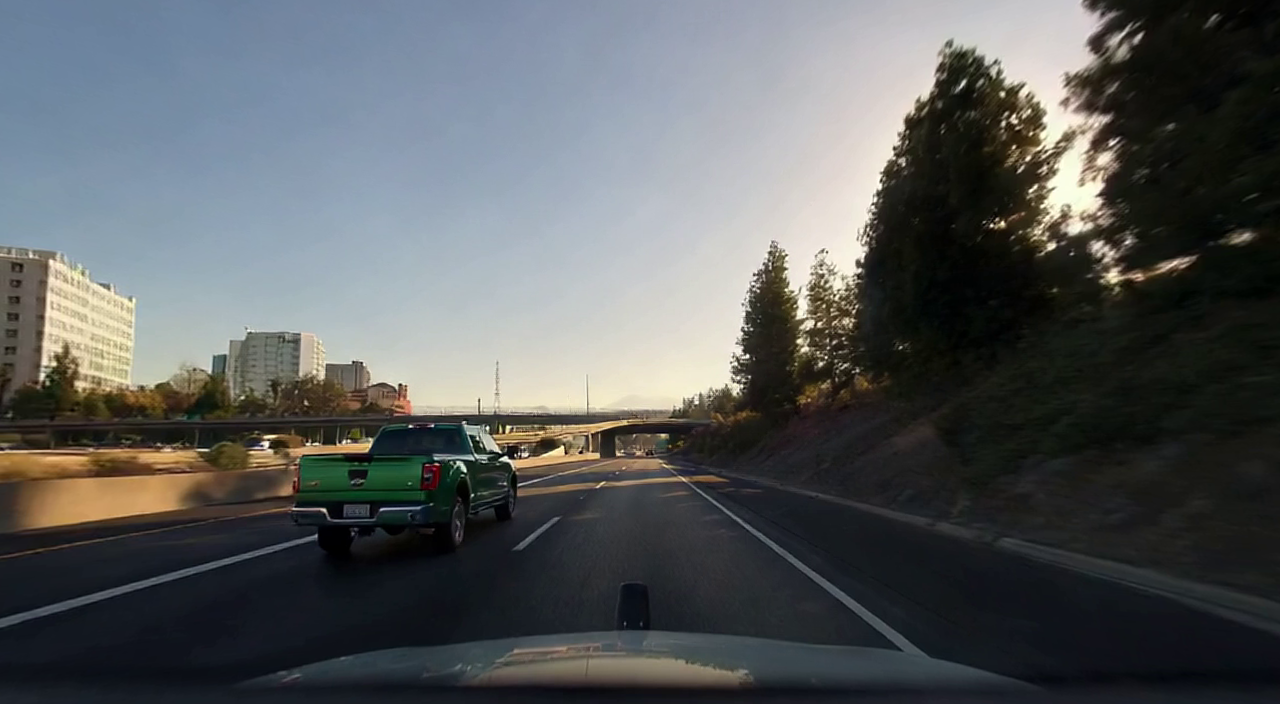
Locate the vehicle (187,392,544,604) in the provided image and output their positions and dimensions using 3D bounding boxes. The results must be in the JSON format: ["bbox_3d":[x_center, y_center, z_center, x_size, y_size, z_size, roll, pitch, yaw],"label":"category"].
[{"bbox_3d":[-2.949,1.756,8.650,2.350,1.932,5.562,0,-8,0],"label":"vehicle"}]
